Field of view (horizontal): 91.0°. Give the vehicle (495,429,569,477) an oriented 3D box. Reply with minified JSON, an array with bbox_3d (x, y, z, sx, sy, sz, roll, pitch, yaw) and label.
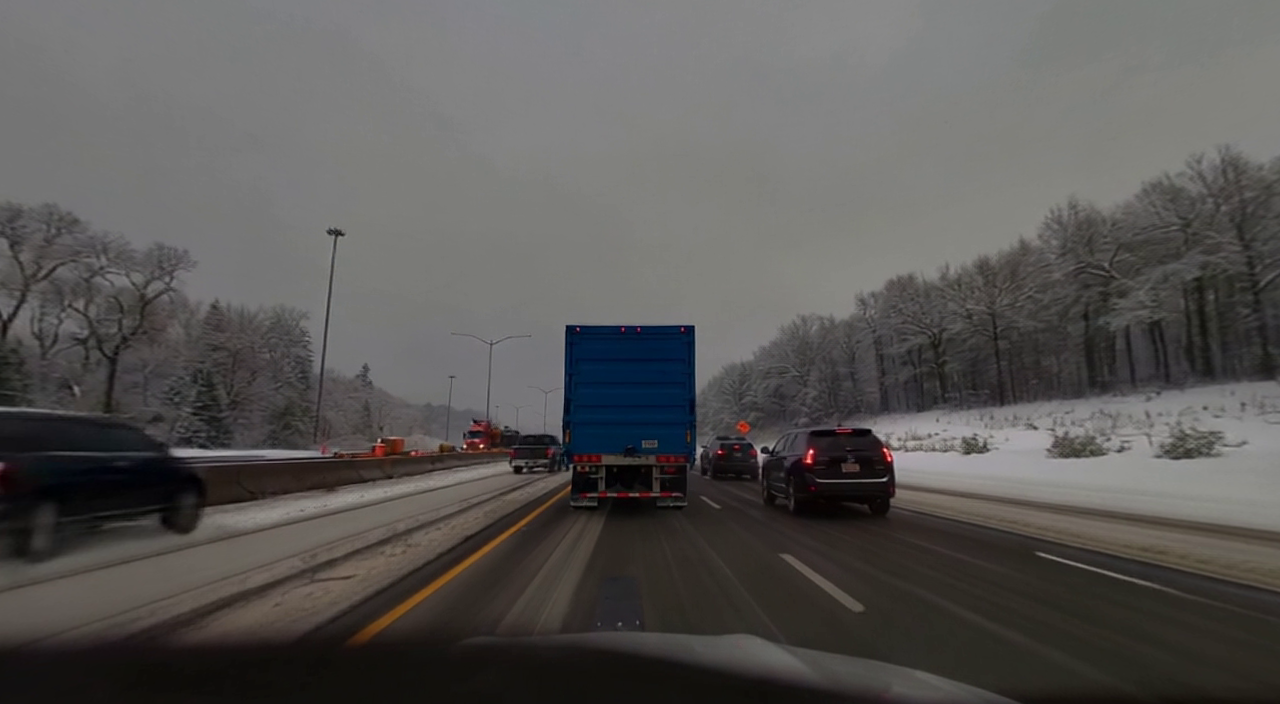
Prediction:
[{"bbox_3d":[-4.246,4.079,25.572,2.095,1.736,4.529,0,-9,1],"label":"vehicle"}]

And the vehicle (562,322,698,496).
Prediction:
[{"bbox_3d":[-0.201,2.028,19.419,3.067,3.940,10.154,0,-9,0],"label":"vehicle"}]

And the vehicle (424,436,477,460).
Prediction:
[{"bbox_3d":[-12.578,6.401,41.995,1.887,1.511,4.152,-1,-9,6],"label":"vehicle"}]

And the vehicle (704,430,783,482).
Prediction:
[{"bbox_3d":[3.711,3.827,23.366,1.998,1.713,4.149,1,-9,-4],"label":"vehicle"}]

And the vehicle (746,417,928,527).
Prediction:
[{"bbox_3d":[3.459,2.211,12.063,2.103,1.713,4.173,0,-9,0],"label":"vehicle"}]

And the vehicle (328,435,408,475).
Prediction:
[{"bbox_3d":[-13.020,4.933,30.537,2.054,1.708,4.663,3,-8,-4],"label":"vehicle"}]
